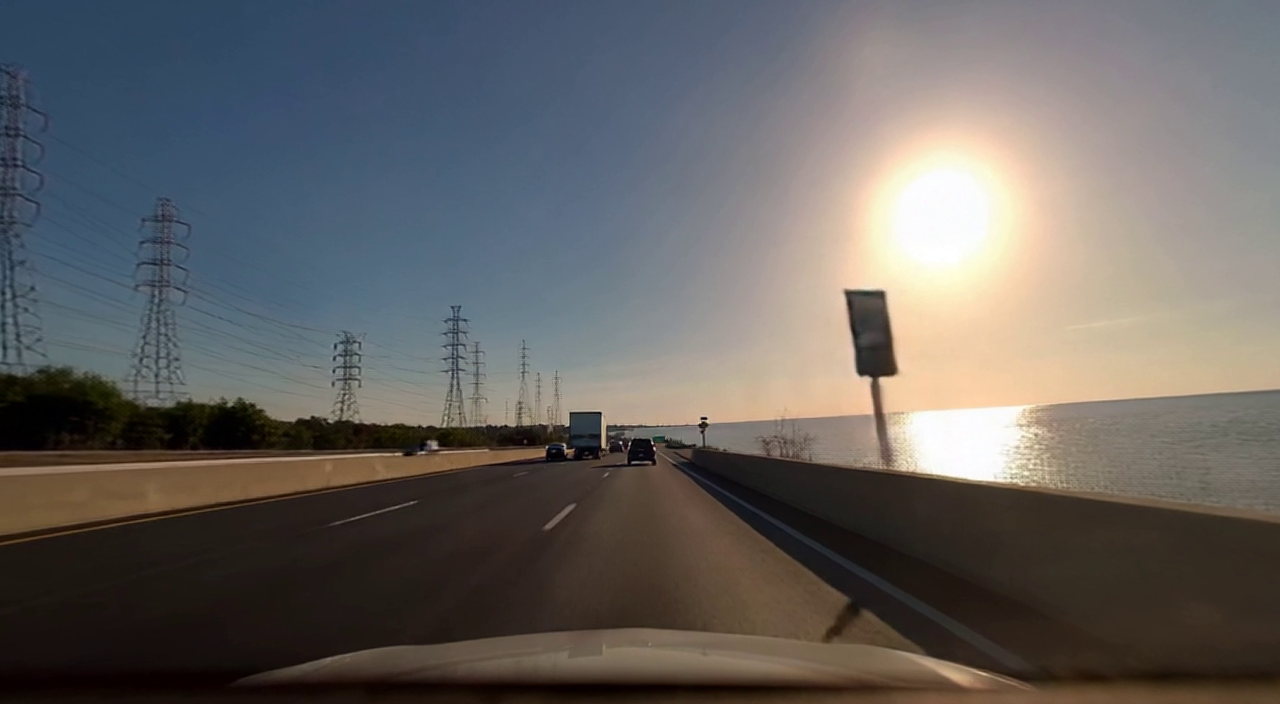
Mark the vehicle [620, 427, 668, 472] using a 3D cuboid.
[{"bbox_3d":[0.214,5.150,33.486,2.358,2.144,4.713,0,-8,0],"label":"vehicle"}]

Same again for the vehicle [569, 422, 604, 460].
[{"bbox_3d":[-3.640,6.139,43.442,2.178,2.522,2.054,0,-8,1],"label":"vehicle"}]

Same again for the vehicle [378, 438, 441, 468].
[{"bbox_3d":[-14.005,6.166,38.683,2.074,1.658,4.900,0,-8,-1],"label":"vehicle"}]
